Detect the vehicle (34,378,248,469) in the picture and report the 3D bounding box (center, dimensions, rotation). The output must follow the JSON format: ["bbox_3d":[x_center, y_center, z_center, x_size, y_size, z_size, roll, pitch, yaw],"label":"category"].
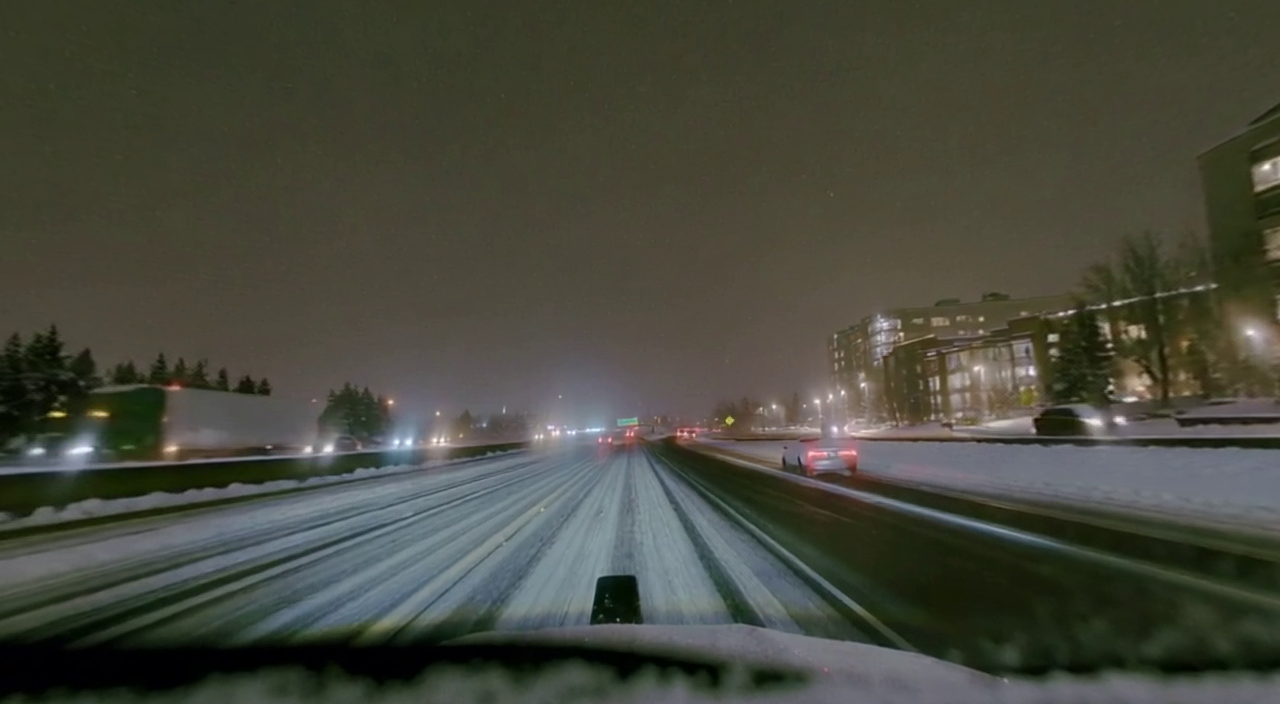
[{"bbox_3d":[-24.960,3.790,32.543,2.966,3.982,9.947,0,-8,-1],"label":"vehicle"}]

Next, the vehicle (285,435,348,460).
[{"bbox_3d":[-20.214,5.975,39.515,1.813,1.493,4.013,0,-8,0],"label":"vehicle"}]

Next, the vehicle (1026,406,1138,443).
[{"bbox_3d":[19.000,3.199,27.312,1.718,1.467,4.407,-1,-8,1],"label":"vehicle"}]
